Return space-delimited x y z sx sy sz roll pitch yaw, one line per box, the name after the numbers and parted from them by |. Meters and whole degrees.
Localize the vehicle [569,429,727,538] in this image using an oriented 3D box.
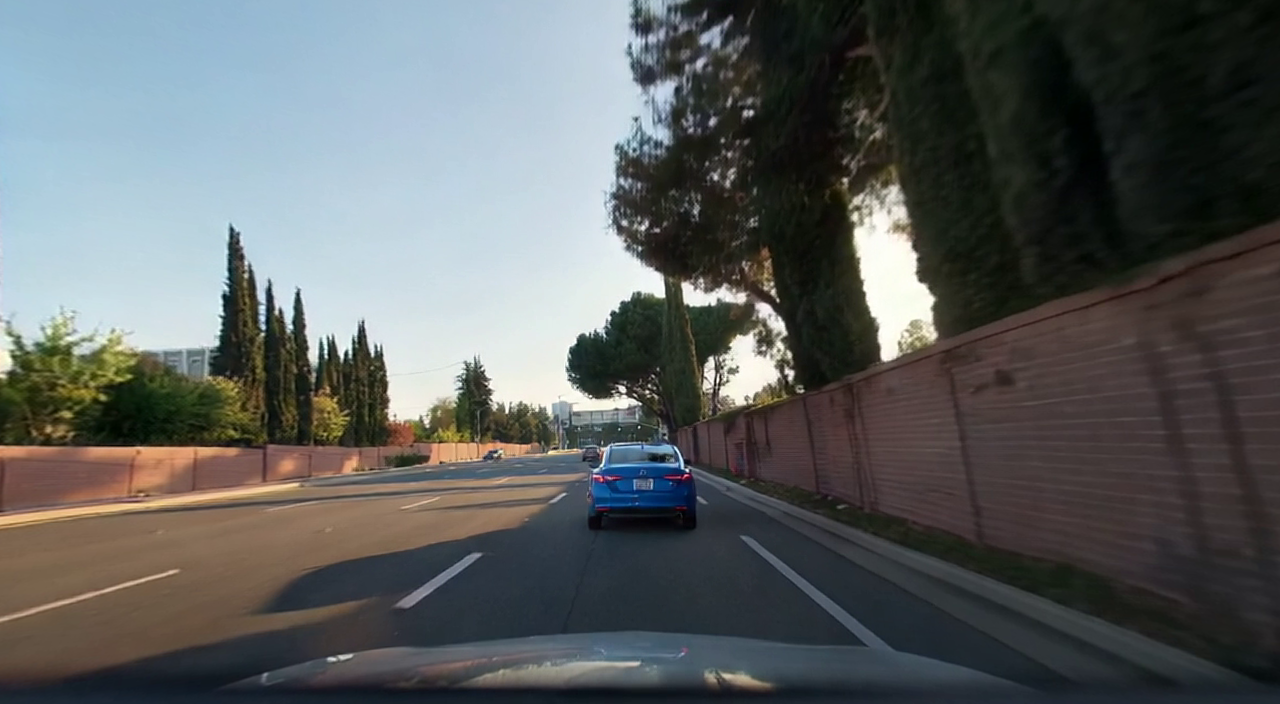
0.069 2.154 11.016 2.205 1.509 4.272 0 -8 -1 | vehicle
